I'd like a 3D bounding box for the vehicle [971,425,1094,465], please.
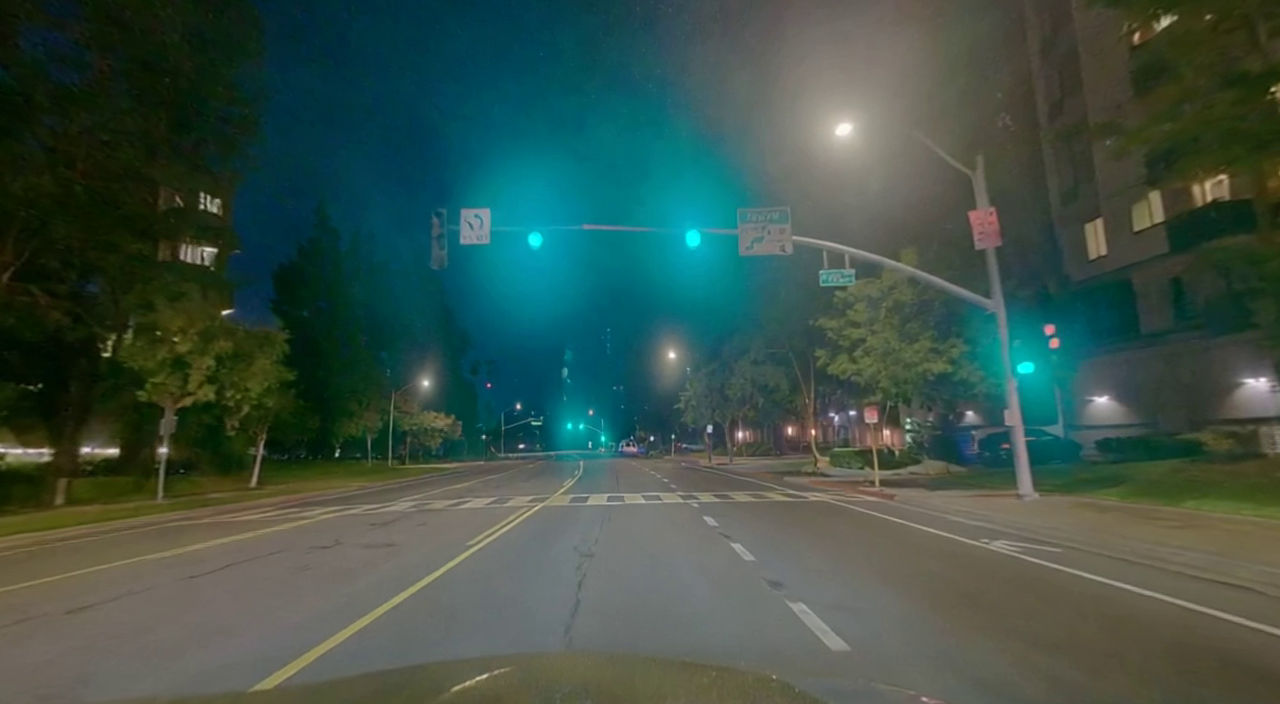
[{"bbox_3d":[18.304,4.358,29.557,4.631,1.757,2.026,2,-9,-10],"label":"vehicle"}]
